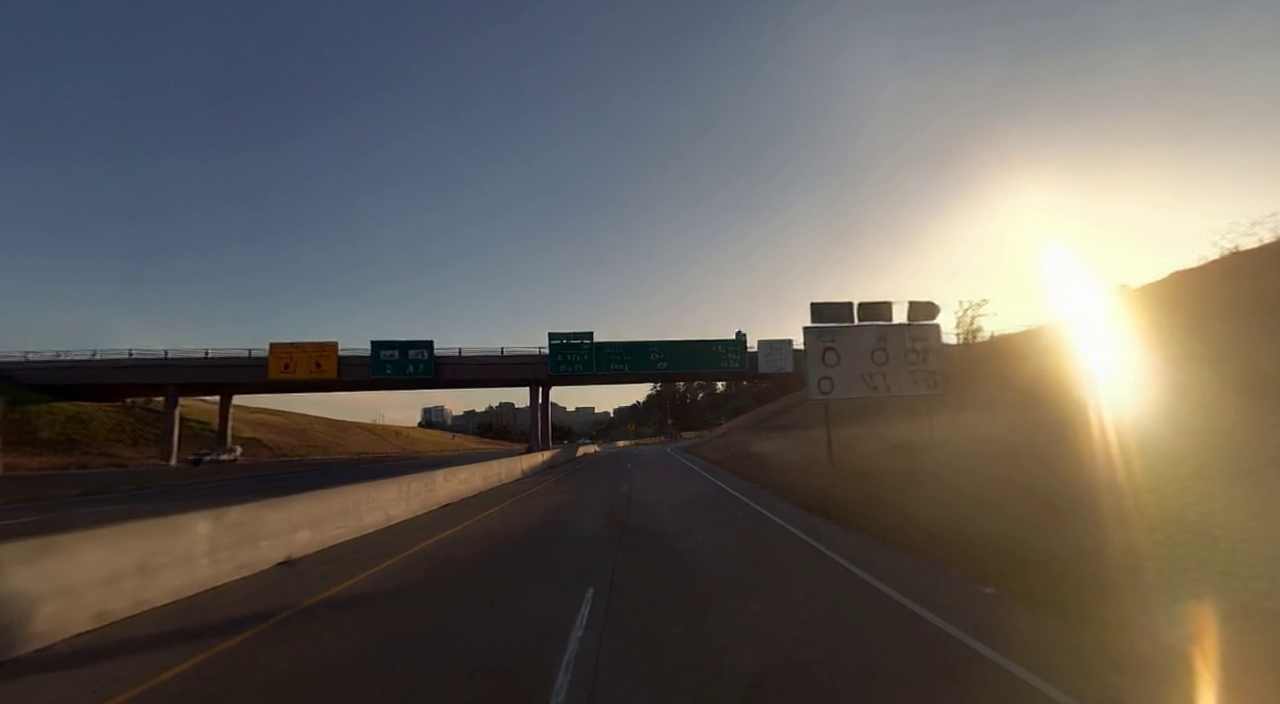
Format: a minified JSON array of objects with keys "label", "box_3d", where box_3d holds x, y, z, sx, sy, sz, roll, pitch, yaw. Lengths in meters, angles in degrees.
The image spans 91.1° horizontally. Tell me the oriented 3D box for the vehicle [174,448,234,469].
[{"label":"vehicle","box_3d":[-33.140,8.082,47.856,1.778,1.482,3.819,0,-8,1]}]
